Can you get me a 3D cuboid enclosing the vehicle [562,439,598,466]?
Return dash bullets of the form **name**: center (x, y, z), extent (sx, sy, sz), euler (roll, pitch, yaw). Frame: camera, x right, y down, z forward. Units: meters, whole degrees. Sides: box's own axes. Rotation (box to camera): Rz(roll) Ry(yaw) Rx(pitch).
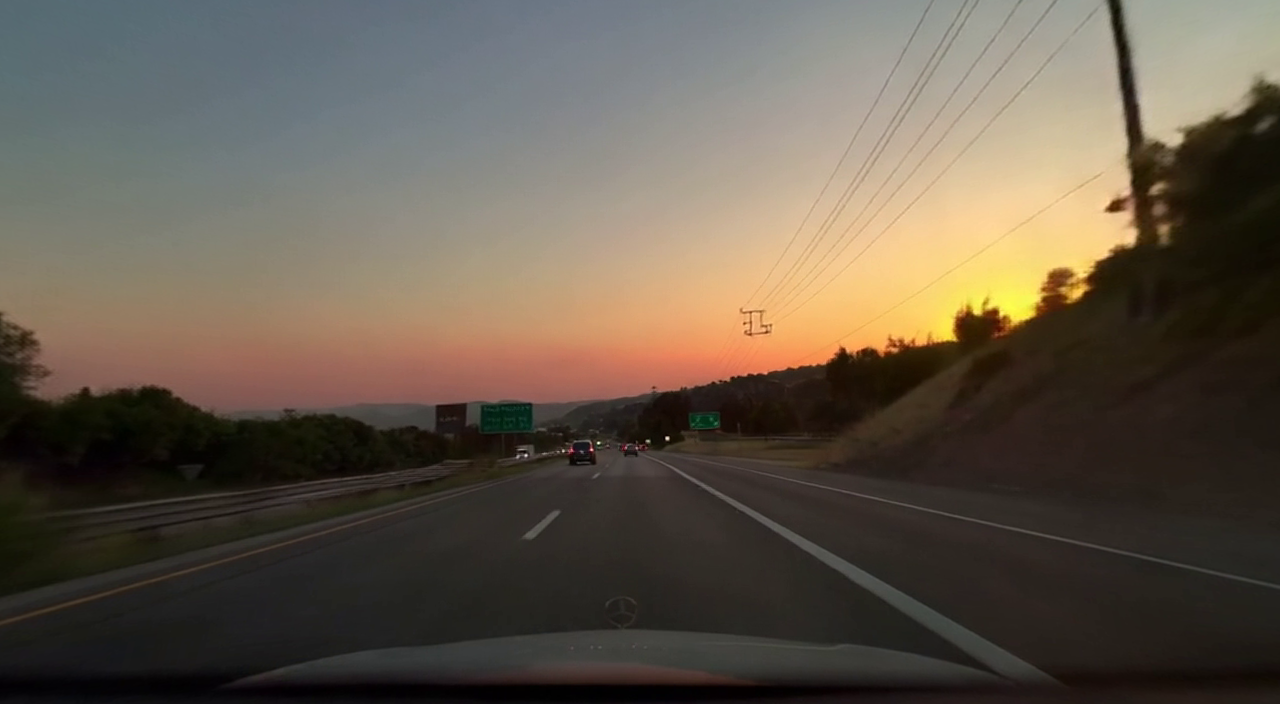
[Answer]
- **vehicle**: center (-4.292, 7.341, 46.272), extent (2.130, 1.823, 4.761), euler (0, -8, 0)
